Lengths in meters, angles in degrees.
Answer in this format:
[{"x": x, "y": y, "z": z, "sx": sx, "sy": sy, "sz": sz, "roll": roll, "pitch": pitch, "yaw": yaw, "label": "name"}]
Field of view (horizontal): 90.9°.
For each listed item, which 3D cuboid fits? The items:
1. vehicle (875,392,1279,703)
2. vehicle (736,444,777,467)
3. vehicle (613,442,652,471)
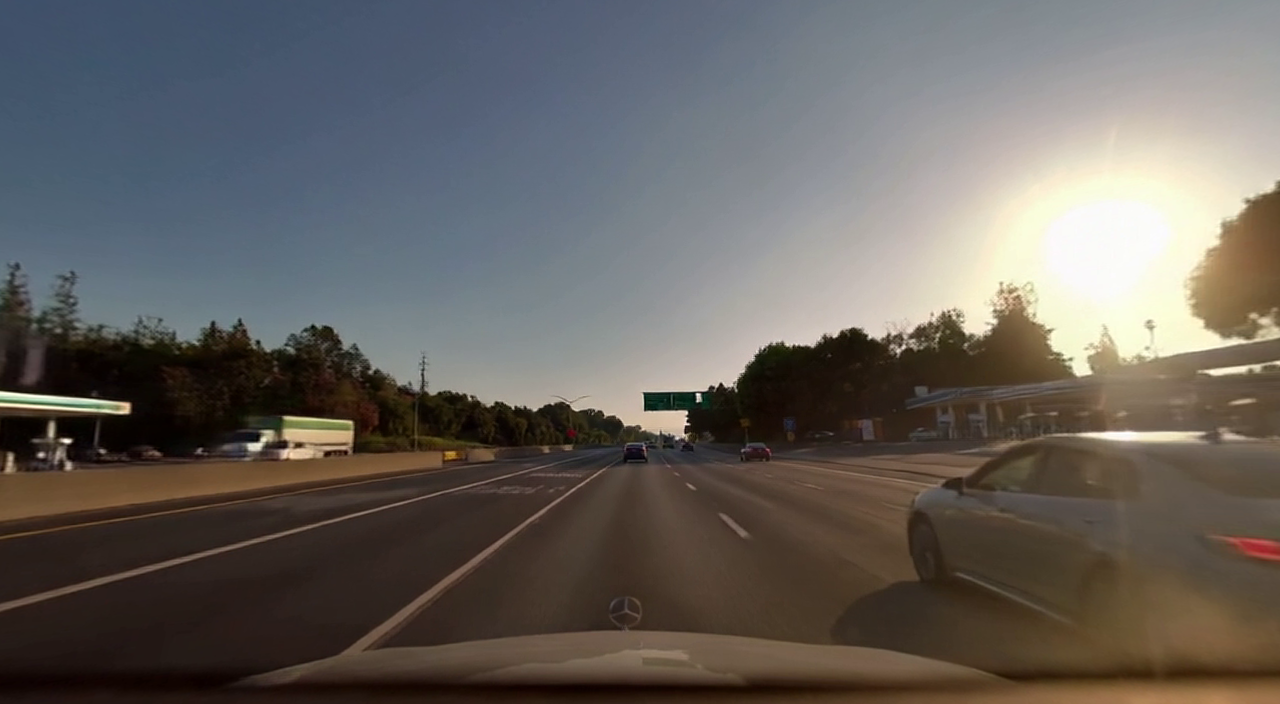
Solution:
[{"x": 3.540, "y": 1.174, "z": 4.225, "sx": 2.172, "sy": 1.490, "sz": 4.668, "roll": 0, "pitch": -8, "yaw": 1, "label": "vehicle"}, {"x": 7.666, "y": 6.848, "z": 41.987, "sx": 1.867, "sy": 1.463, "sz": 4.295, "roll": 0, "pitch": -8, "yaw": -1, "label": "vehicle"}, {"x": -0.422, "y": 5.759, "z": 34.980, "sx": 1.999, "sy": 1.473, "sz": 4.351, "roll": 0, "pitch": -8, "yaw": -1, "label": "vehicle"}]
